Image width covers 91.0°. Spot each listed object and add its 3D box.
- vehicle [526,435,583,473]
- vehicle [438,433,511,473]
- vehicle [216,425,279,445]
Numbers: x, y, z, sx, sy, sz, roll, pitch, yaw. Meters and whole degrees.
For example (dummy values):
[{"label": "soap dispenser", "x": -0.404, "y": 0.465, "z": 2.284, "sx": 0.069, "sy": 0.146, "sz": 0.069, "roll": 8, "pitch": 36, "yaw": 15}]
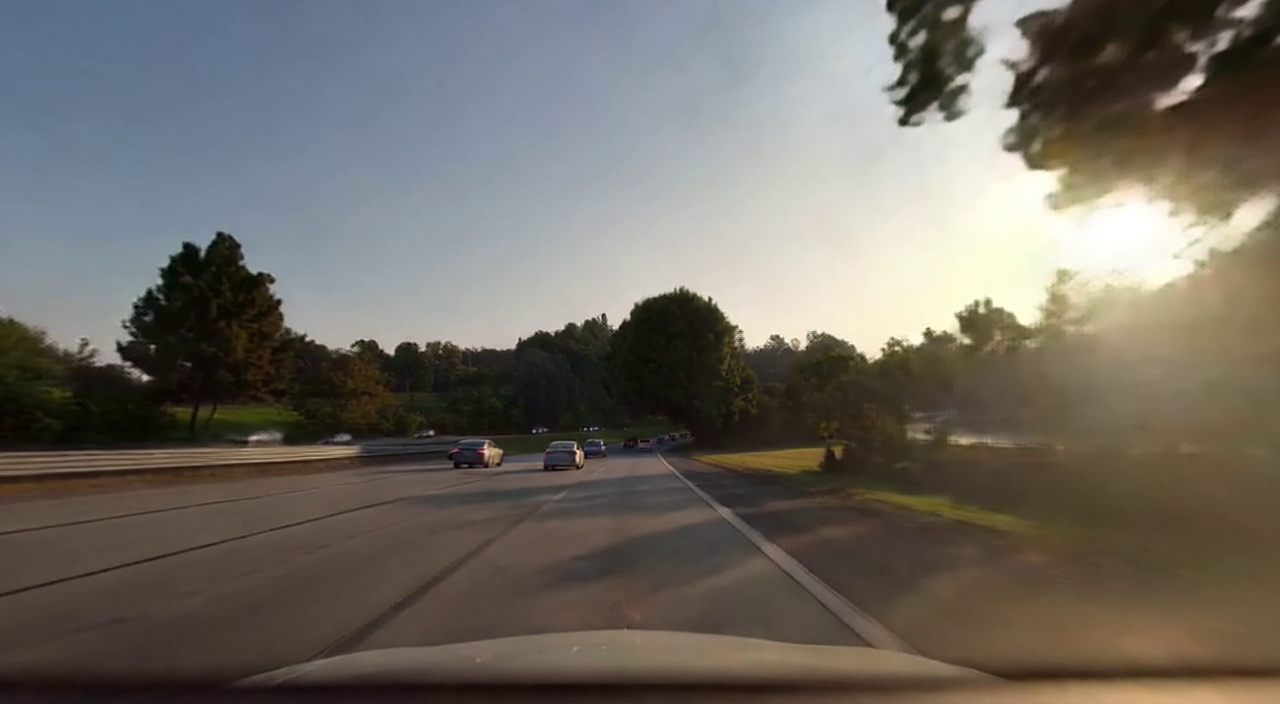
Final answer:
[{"label": "vehicle", "x": -4.039, "y": 4.898, "z": 30.544, "sx": 2.035, "sy": 1.673, "sz": 4.469, "roll": 0, "pitch": -8, "yaw": 2}, {"label": "vehicle", "x": -7.603, "y": 4.717, "z": 29.478, "sx": 2.108, "sy": 1.686, "sz": 4.556, "roll": 0, "pitch": -8, "yaw": 1}, {"label": "vehicle", "x": -30.027, "y": 6.414, "z": 48.342, "sx": 2.019, "sy": 1.484, "sz": 4.332, "roll": 0, "pitch": -8, "yaw": 1}]
